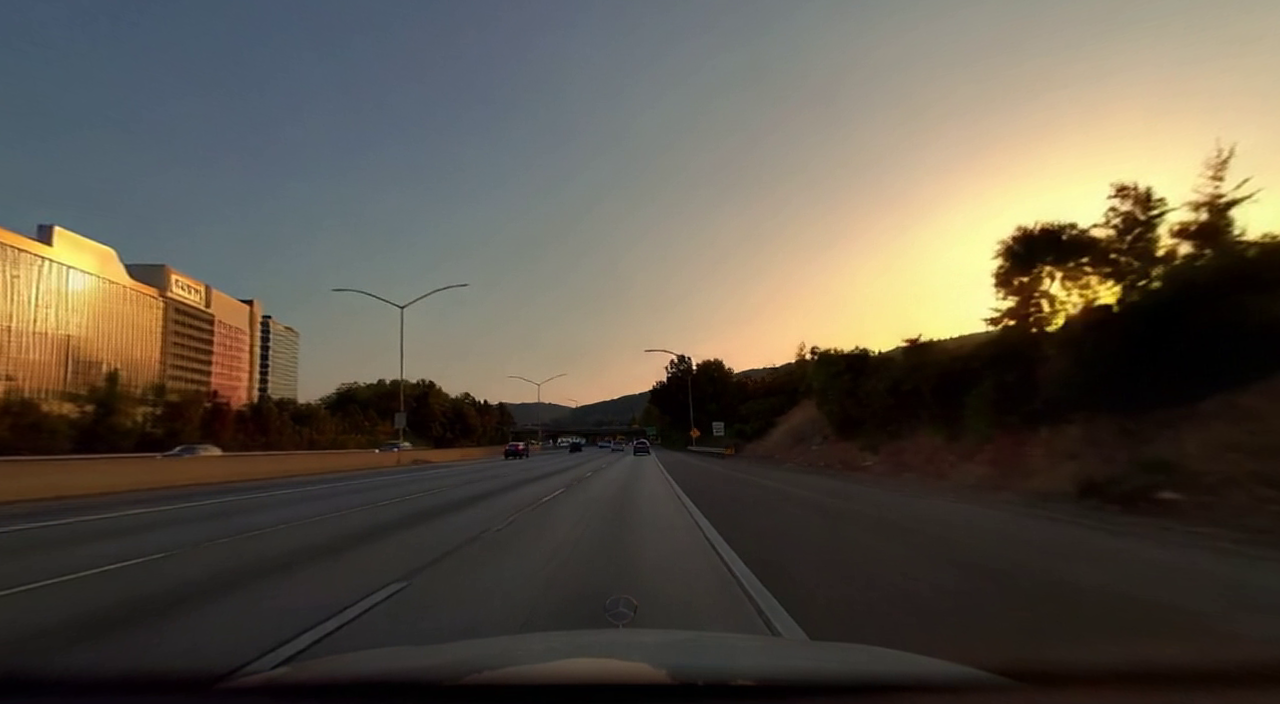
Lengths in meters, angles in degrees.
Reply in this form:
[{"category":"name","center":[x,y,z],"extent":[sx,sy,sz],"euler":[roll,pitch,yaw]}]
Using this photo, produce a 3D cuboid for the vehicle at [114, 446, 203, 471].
[{"category":"vehicle","center":[-30.721,6.774,40.542],"extent":[1.868,1.463,4.793],"euler":[-1,-8,1]}]
